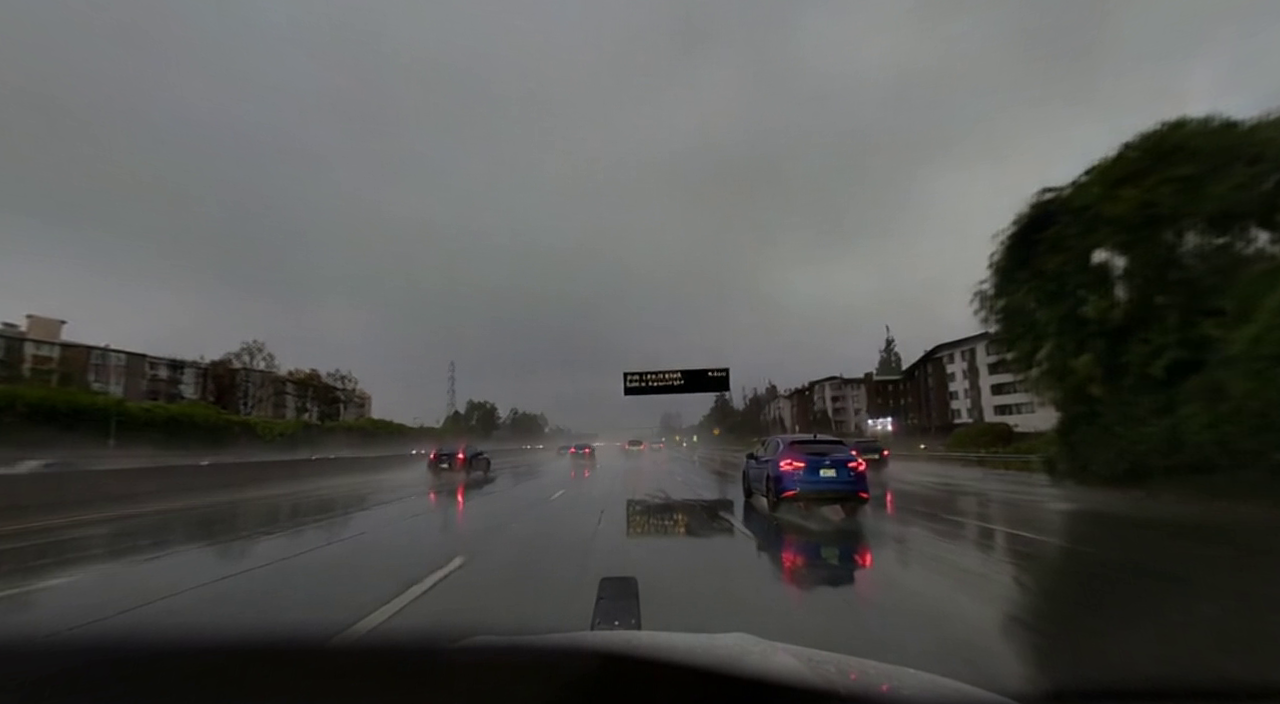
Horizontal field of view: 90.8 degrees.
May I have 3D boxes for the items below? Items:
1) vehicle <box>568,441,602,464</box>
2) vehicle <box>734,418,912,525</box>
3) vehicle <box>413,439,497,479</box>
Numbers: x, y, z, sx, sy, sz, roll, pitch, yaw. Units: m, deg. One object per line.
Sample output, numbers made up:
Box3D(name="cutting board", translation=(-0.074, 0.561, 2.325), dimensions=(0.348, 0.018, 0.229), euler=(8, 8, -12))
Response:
Box3D(name="vehicle", translation=(-3.713, 6.855, 43.197), dimensions=(2.002, 1.466, 4.378), euler=(0, -9, 0))
Box3D(name="vehicle", translation=(3.265, 2.239, 12.329), dimensions=(2.080, 1.694, 4.286), euler=(0, -9, -1))
Box3D(name="vehicle", translation=(-7.478, 4.358, 26.052), dimensions=(2.021, 1.496, 4.495), euler=(0, -9, 1))
